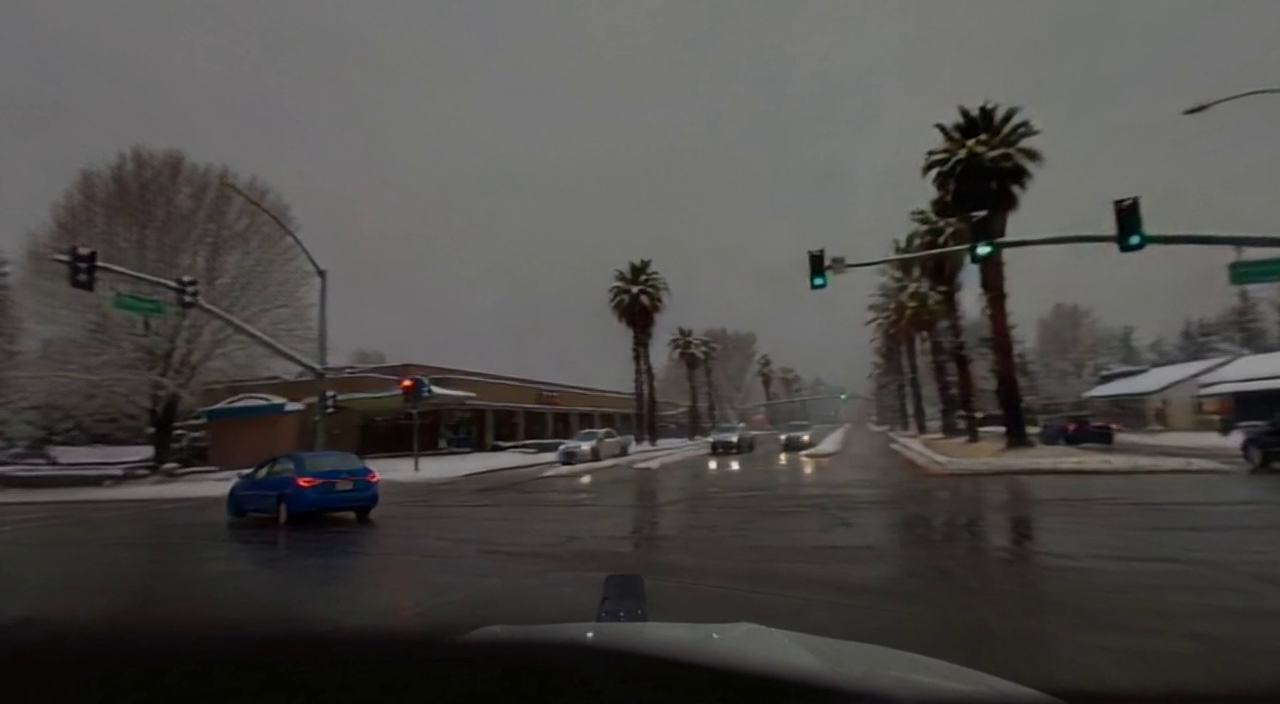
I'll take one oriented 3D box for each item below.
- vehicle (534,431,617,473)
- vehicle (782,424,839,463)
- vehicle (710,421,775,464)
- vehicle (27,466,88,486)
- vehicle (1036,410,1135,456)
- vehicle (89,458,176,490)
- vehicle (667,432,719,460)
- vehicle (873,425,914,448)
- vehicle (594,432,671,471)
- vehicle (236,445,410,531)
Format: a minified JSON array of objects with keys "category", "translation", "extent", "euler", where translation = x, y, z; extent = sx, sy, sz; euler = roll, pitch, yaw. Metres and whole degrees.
[{"category":"vehicle","translation":[-2.817,4.483,28.576],"extent":[2.090,1.593,4.176],"euler":[-5,-7,18]},{"category":"vehicle","translation":[7.309,3.852,26.808],"extent":[2.041,1.473,4.221],"euler":[-3,-8,18]},{"category":"vehicle","translation":[4.578,3.969,27.707],"extent":[2.187,1.740,4.022],"euler":[-3,-9,17]},{"category":"vehicle","translation":[-45.706,9.712,49.564],"extent":[3.752,1.419,1.664],"euler":[-2,-9,15]},{"category":"vehicle","translation":[19.901,3.695,28.492],"extent":[2.059,1.859,4.690],"euler":[-2,-9,16]},{"category":"vehicle","translation":[-35.824,8.616,44.683],"extent":[1.952,1.817,4.332],"euler":[-6,-8,23]},{"category":"vehicle","translation":[3.084,5.322,35.903],"extent":[1.973,1.474,4.495],"euler":[-3,-9,17]},{"category":"vehicle","translation":[16.996,5.697,42.559],"extent":[1.977,1.449,4.254],"euler":[-2,-9,14]},{"category":"vehicle","translation":[-0.213,4.225,26.968],"extent":[2.041,1.498,4.348],"euler":[-3,-9,17]},{"category":"vehicle","translation":[-6.776,2.714,13.297],"extent":[2.089,1.471,4.206],"euler":[7,-11,-42]}]
